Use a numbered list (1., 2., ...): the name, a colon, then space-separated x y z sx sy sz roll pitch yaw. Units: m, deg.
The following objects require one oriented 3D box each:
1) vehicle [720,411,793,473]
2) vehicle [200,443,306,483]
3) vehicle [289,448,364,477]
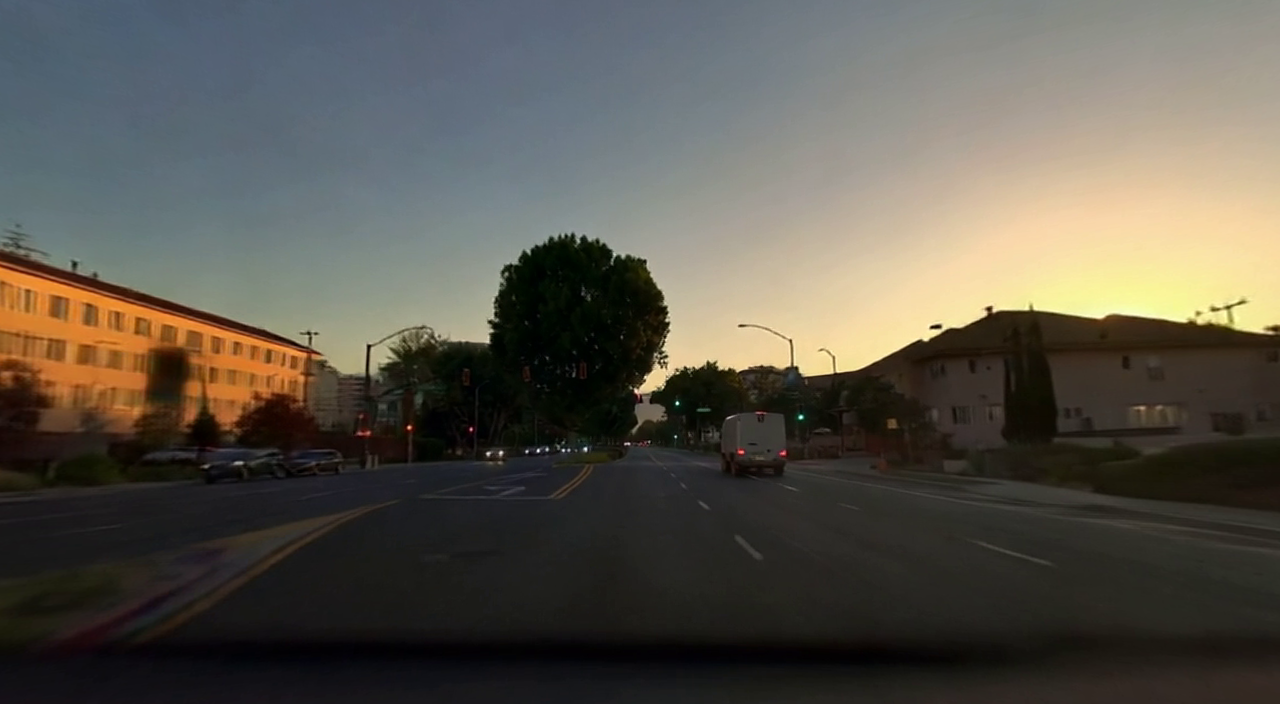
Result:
1. vehicle: 6.640 5.305 37.073 2.802 3.208 7.459 1 -8 0
2. vehicle: -18.320 5.262 30.107 2.097 1.733 4.527 0 -8 2
3. vehicle: -18.206 6.404 36.882 1.901 1.513 4.795 0 -8 1
